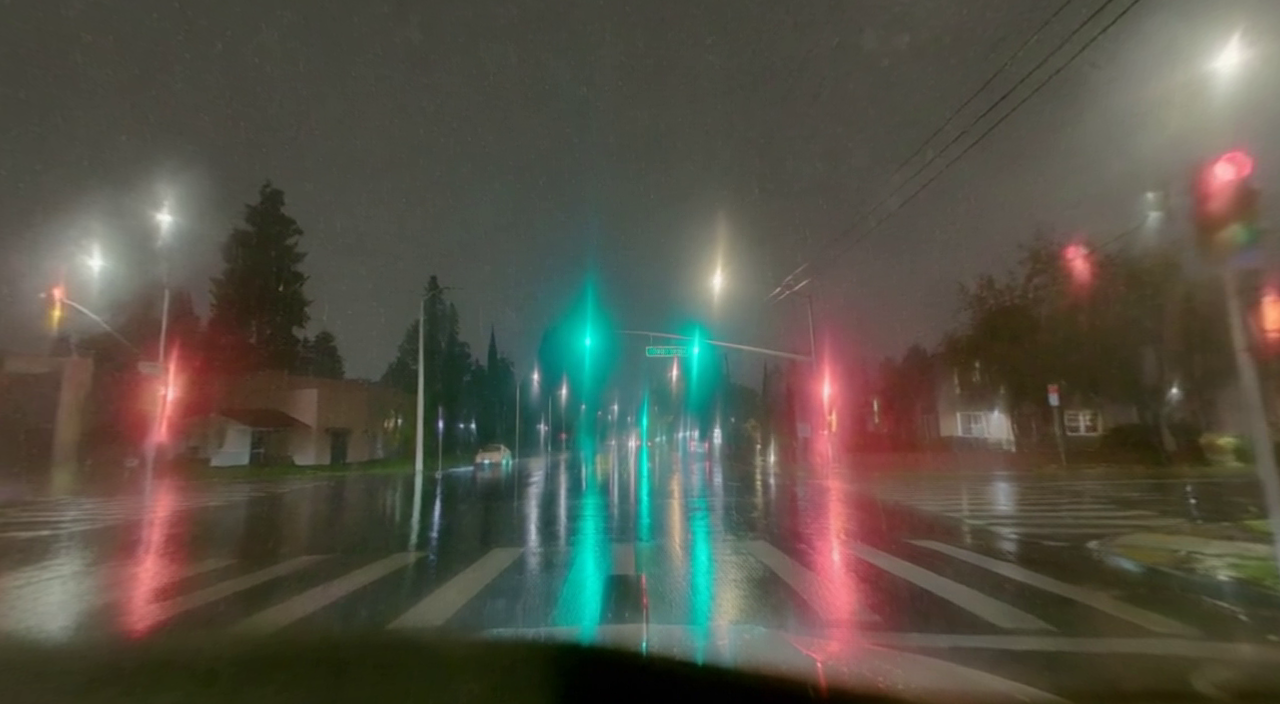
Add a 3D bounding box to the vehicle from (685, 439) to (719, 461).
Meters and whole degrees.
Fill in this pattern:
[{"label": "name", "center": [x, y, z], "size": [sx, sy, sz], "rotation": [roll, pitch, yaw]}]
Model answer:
[{"label": "vehicle", "center": [4.262, 6.806, 43.901], "size": [1.987, 1.466, 4.389], "rotation": [0, -8, 0]}]
